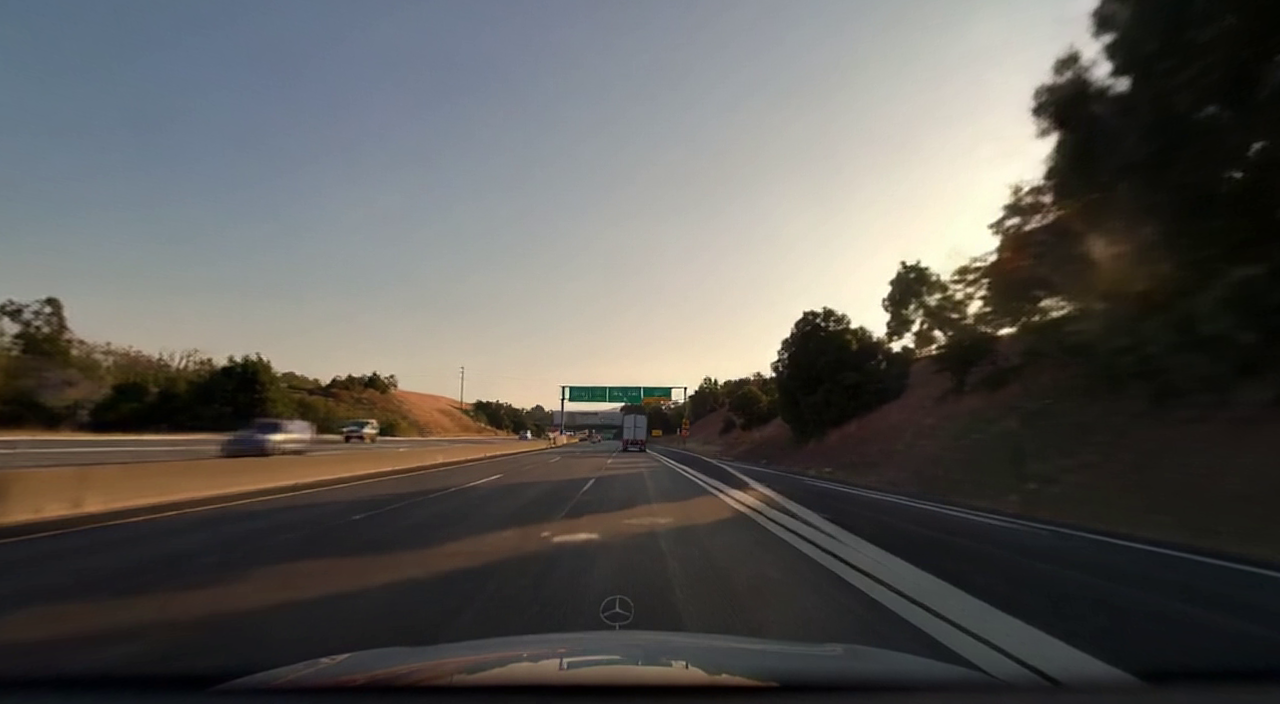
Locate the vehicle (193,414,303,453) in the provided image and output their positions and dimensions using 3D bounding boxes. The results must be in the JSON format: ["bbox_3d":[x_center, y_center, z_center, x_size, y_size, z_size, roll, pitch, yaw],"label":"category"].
[{"bbox_3d":[-19.147,4.070,31.076,2.079,1.741,5.302,0,-8,-1],"label":"vehicle"}]
